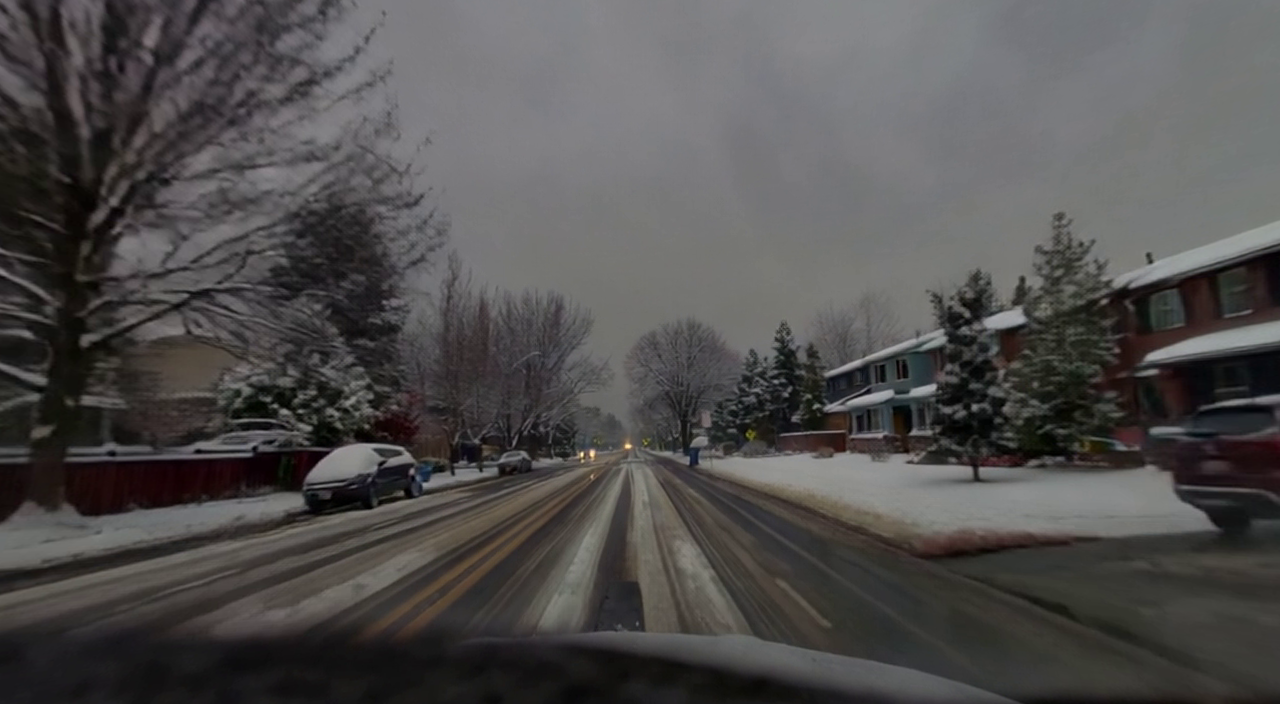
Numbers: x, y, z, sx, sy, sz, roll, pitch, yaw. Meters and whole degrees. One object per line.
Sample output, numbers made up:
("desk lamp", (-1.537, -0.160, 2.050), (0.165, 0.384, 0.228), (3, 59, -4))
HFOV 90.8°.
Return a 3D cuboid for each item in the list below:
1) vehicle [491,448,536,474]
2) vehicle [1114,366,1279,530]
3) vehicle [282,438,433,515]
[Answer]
("vehicle", (-7.964, 6.891, 40.146), (1.880, 1.469, 4.221), (-4, -9, 1))
("vehicle", (8.986, 1.119, 7.864), (4.463, 1.754, 2.003), (-1, -9, 0))
("vehicle", (-7.806, 3.422, 18.044), (2.122, 1.739, 4.770), (-4, -8, 0))
